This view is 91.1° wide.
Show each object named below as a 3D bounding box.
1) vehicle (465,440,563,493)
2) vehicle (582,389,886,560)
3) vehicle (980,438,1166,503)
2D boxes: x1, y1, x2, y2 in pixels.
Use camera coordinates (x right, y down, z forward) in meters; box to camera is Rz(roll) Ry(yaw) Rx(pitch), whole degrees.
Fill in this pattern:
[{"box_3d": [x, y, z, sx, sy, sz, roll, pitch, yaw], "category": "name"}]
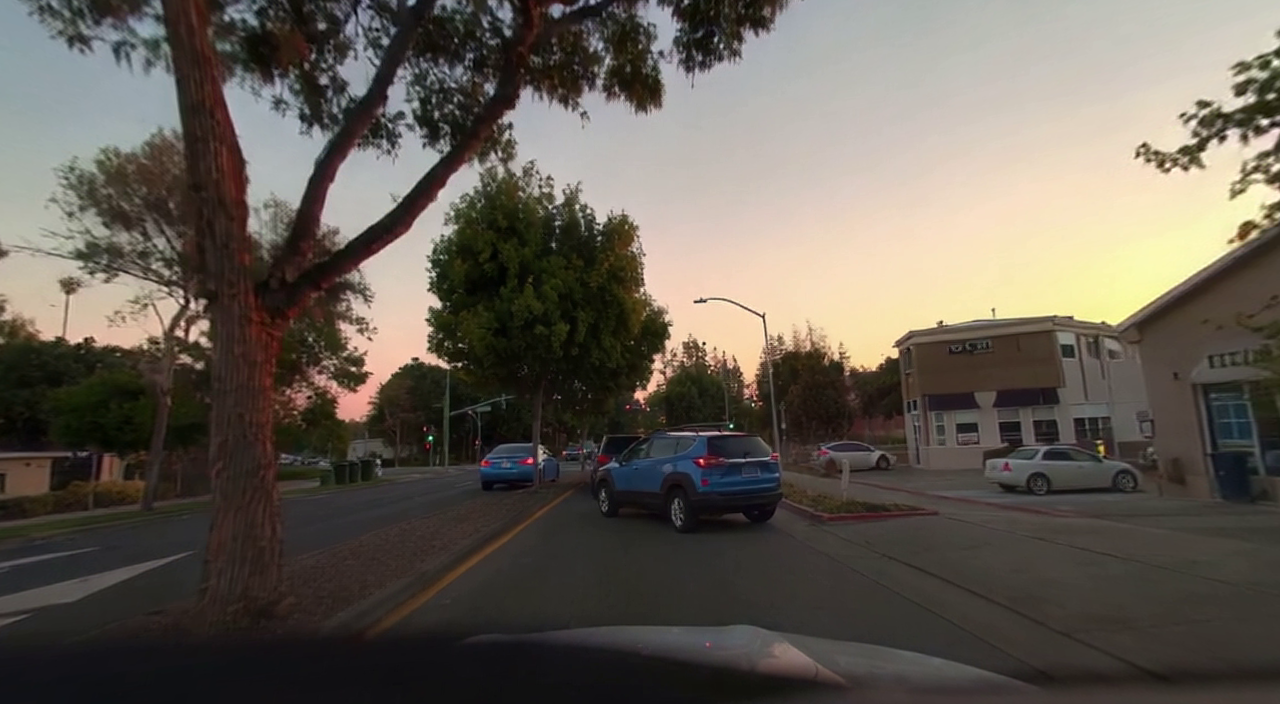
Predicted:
[{"box_3d": [-3.763, 3.493, 19.573, 2.026, 1.466, 4.282, 0, -8, 2], "category": "vehicle"}, {"box_3d": [1.111, 1.771, 9.777, 2.052, 1.955, 4.642, 5, -10, -33], "category": "vehicle"}, {"box_3d": [12.252, 3.352, 17.979, 3.871, 1.525, 1.835, -3, -9, 0], "category": "vehicle"}]
